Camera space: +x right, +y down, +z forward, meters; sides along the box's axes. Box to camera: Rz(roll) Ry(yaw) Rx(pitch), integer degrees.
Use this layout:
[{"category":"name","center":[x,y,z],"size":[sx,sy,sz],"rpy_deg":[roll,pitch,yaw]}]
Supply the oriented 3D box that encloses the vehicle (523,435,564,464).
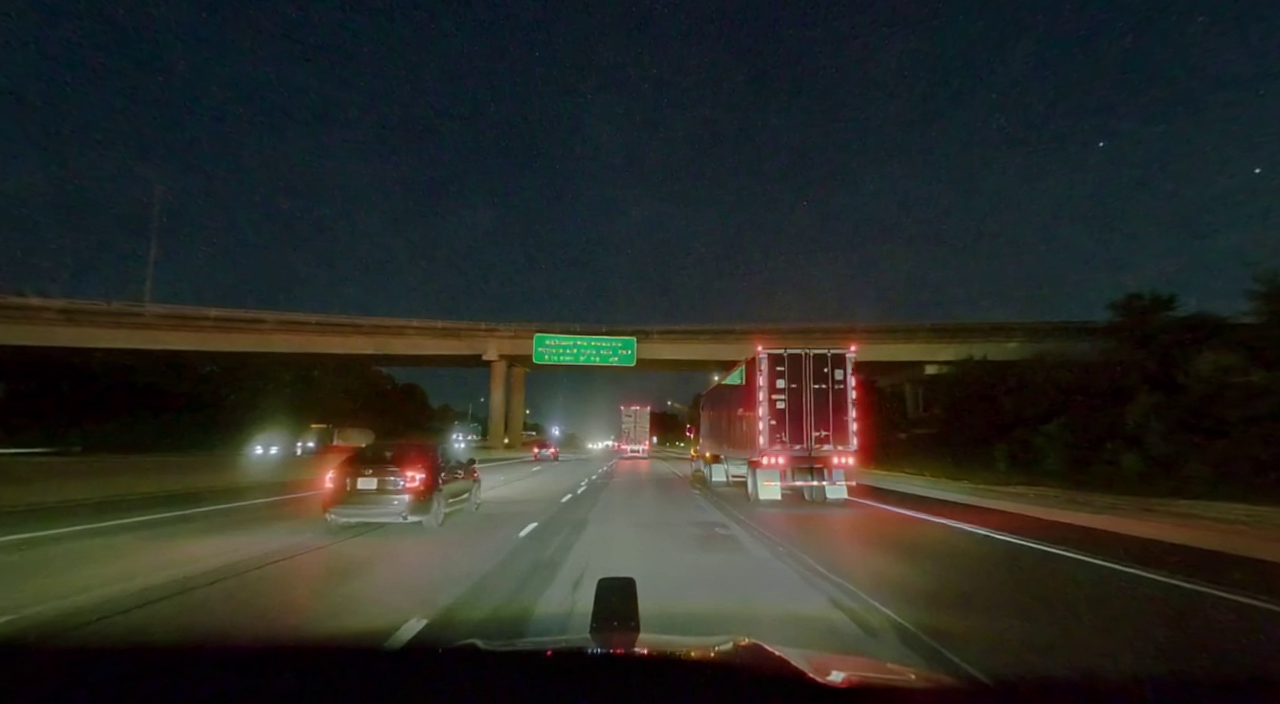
[{"category":"vehicle","center":[-7.174,7.330,47.603],"size":[2.247,2.001,5.002],"rpy_deg":[0,-9,0]}]

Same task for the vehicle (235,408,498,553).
[{"category":"vehicle","center":[-3.791,1.879,9.891],"size":[2.077,1.716,4.514],"rpy_deg":[0,-9,0]}]
